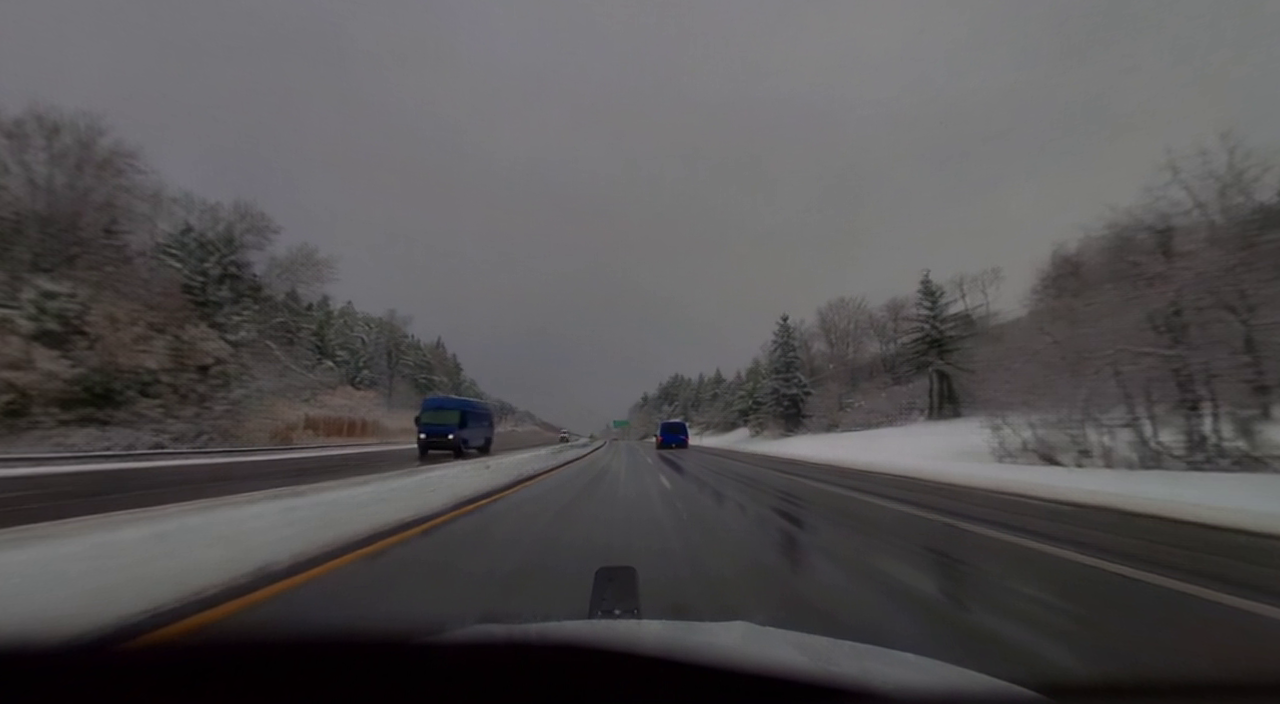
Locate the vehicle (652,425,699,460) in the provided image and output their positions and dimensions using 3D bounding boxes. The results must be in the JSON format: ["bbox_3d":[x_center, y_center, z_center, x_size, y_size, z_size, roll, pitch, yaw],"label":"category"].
[{"bbox_3d":[1.925,5.096,35.751,2.240,1.801,4.545,0,-8,-2],"label":"vehicle"}]

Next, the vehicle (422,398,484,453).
[{"bbox_3d":[-14.264,5.715,48.577,3.077,3.908,5.911,0,-8,-2],"label":"vehicle"}]
